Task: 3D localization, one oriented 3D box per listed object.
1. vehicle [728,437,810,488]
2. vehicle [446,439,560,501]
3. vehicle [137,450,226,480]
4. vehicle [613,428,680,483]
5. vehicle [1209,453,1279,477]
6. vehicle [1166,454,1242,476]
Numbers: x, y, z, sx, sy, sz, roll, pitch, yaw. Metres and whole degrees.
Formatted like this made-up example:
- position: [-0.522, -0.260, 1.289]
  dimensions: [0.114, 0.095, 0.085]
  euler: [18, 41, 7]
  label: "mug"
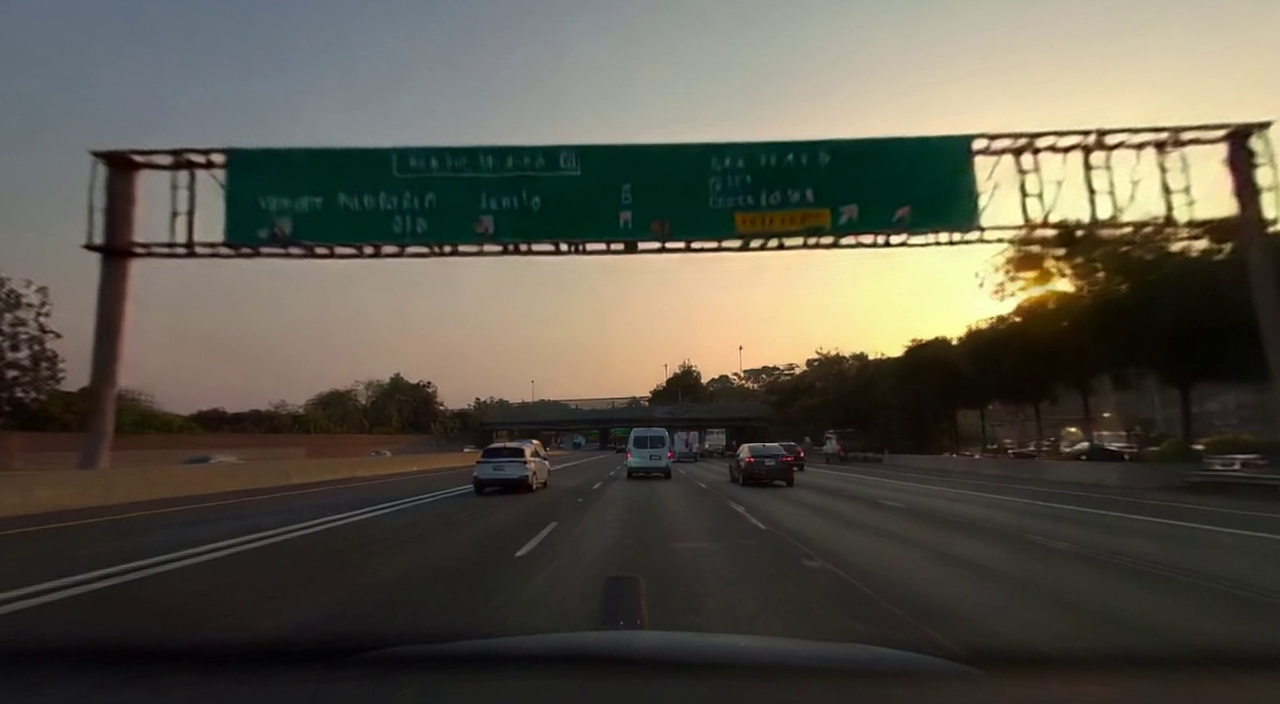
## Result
- position: [4.641, 4.032, 23.315]
  dimensions: [2.146, 1.678, 4.489]
  euler: [0, -9, 1]
  label: "vehicle"
- position: [-3.816, 3.386, 18.556]
  dimensions: [2.173, 1.542, 4.781]
  euler: [0, -9, 2]
  label: "vehicle"
- position: [-26.793, 6.582, 36.967]
  dimensions: [1.952, 1.623, 4.121]
  euler: [0, -9, 2]
  label: "vehicle"
- position: [0.257, 4.270, 26.290]
  dimensions: [2.509, 2.062, 4.639]
  euler: [0, -9, 0]
  label: "vehicle"
- position: [39.736, 7.312, 40.778]
  dimensions: [3.704, 1.461, 1.891]
  euler: [-1, -9, 7]
  label: "vehicle"
- position: [41.085, 8.241, 45.932]
  dimensions: [3.667, 1.480, 1.749]
  euler: [-1, -9, 7]
  label: "vehicle"
